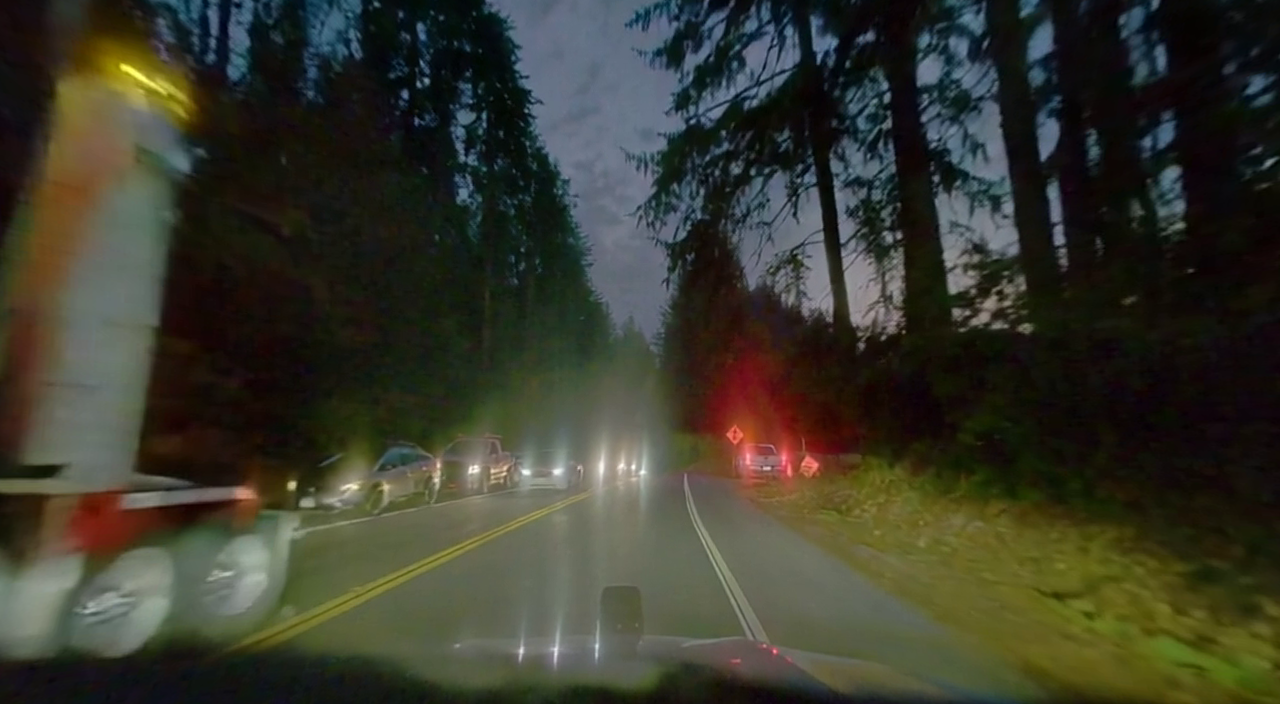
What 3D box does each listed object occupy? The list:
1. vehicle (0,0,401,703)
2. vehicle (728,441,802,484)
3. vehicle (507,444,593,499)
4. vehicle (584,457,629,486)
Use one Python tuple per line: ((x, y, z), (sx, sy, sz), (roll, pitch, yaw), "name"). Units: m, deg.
((-3.973, 0.081, 2.080), (3.238, 2.920, 8.366), (-2, -9, -1), "vehicle")
((6.647, 5.964, 34.468), (2.845, 2.053, 6.457), (0, -9, 1), "vehicle")
((-3.212, 4.391, 23.652), (2.177, 1.803, 4.690), (0, -9, 4), "vehicle")
((-1.865, 6.871, 36.536), (1.981, 1.410, 4.162), (-3, -9, 4), "vehicle")
